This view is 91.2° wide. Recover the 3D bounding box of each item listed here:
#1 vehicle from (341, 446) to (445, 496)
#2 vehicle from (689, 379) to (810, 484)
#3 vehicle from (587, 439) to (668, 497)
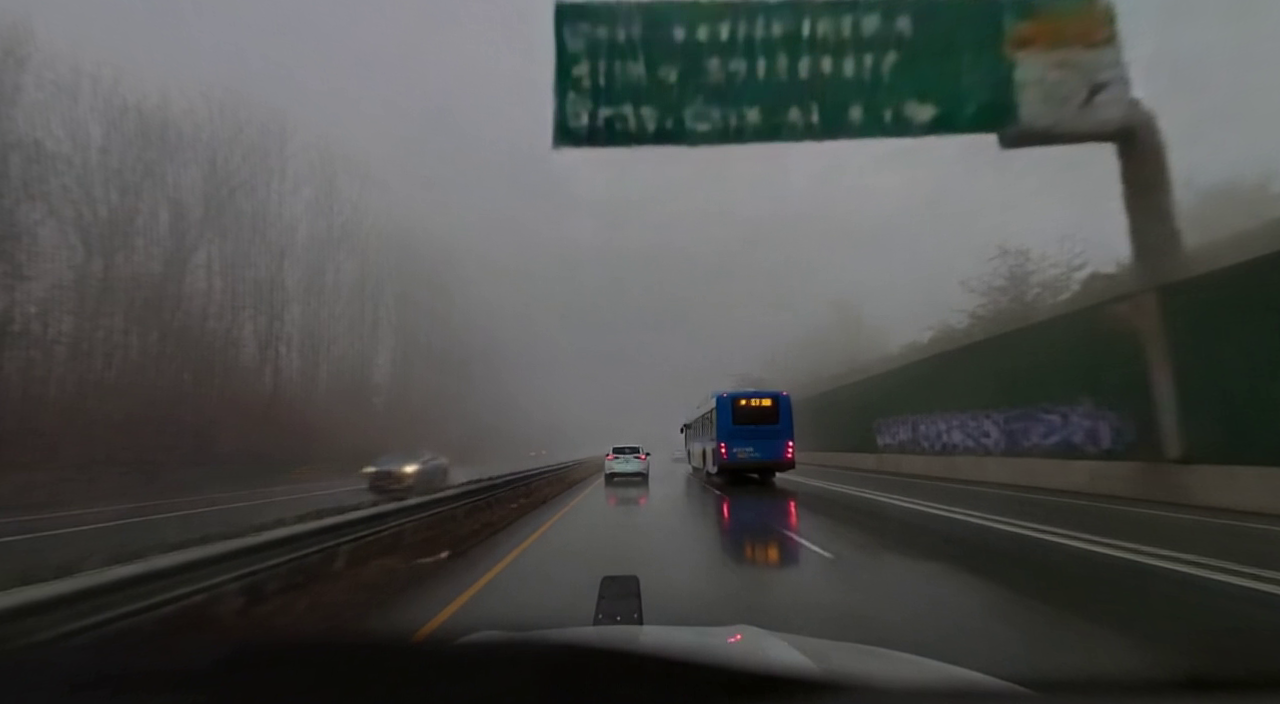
[{"bbox_3d":[-8.607,4.156,22.306,1.922,1.560,4.165,-1,-9,1],"label":"vehicle"},{"bbox_3d":[4.124,3.600,27.139,3.055,3.479,12.521,-1,-9,1],"label":"vehicle"},{"bbox_3d":[-0.302,3.457,18.993,2.160,1.532,4.073,-1,-9,1],"label":"vehicle"}]
